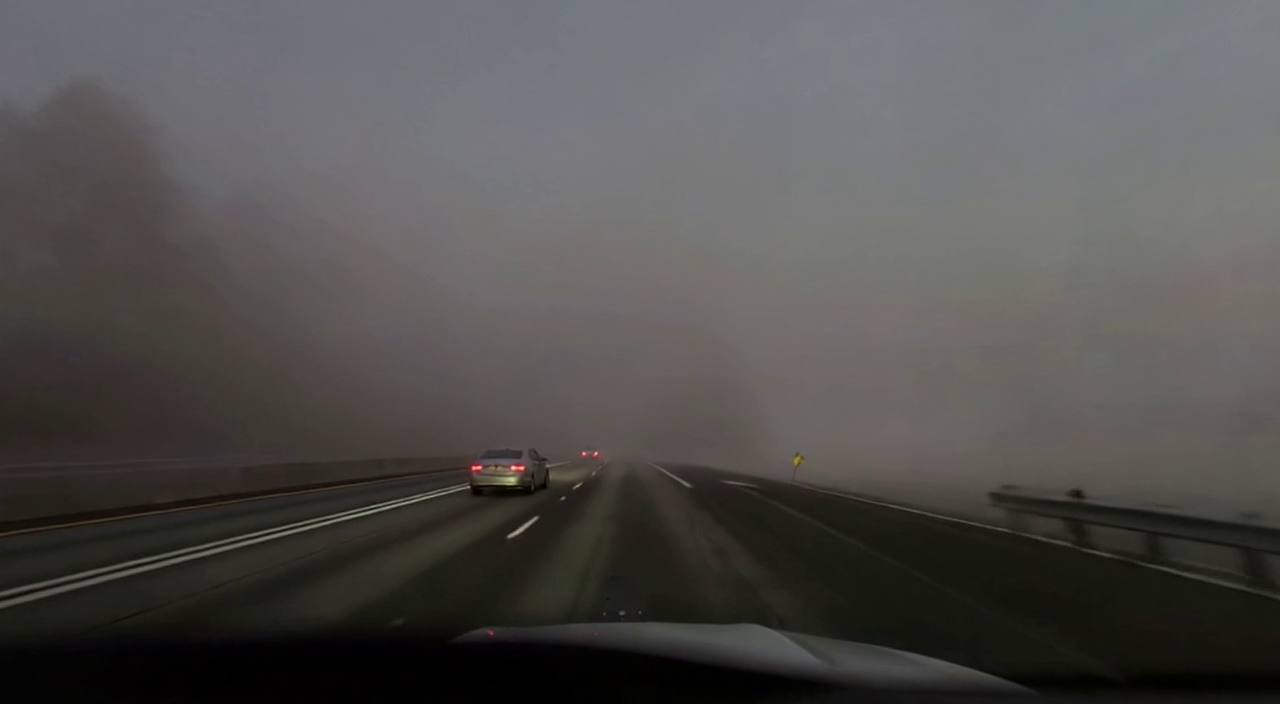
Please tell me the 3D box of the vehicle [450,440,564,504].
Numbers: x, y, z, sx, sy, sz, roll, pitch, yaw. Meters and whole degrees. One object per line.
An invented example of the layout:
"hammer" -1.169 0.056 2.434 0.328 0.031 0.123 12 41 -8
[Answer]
"vehicle" -3.620 3.379 18.239 2.184 1.574 5.004 0 -9 0
